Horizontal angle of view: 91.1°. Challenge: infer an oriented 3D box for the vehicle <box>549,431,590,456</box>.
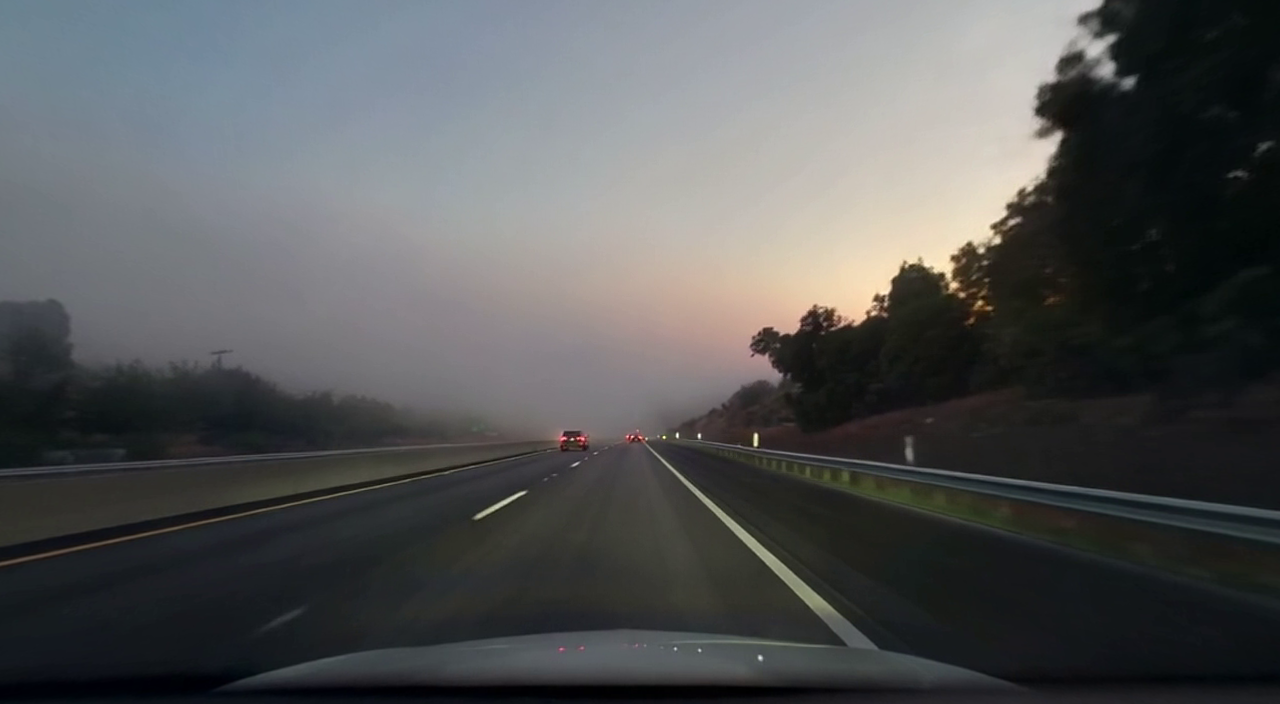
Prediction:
[{"bbox_3d":[-4.542,5.974,41.364,2.149,1.532,4.905,0,-8,0],"label":"vehicle"}]
